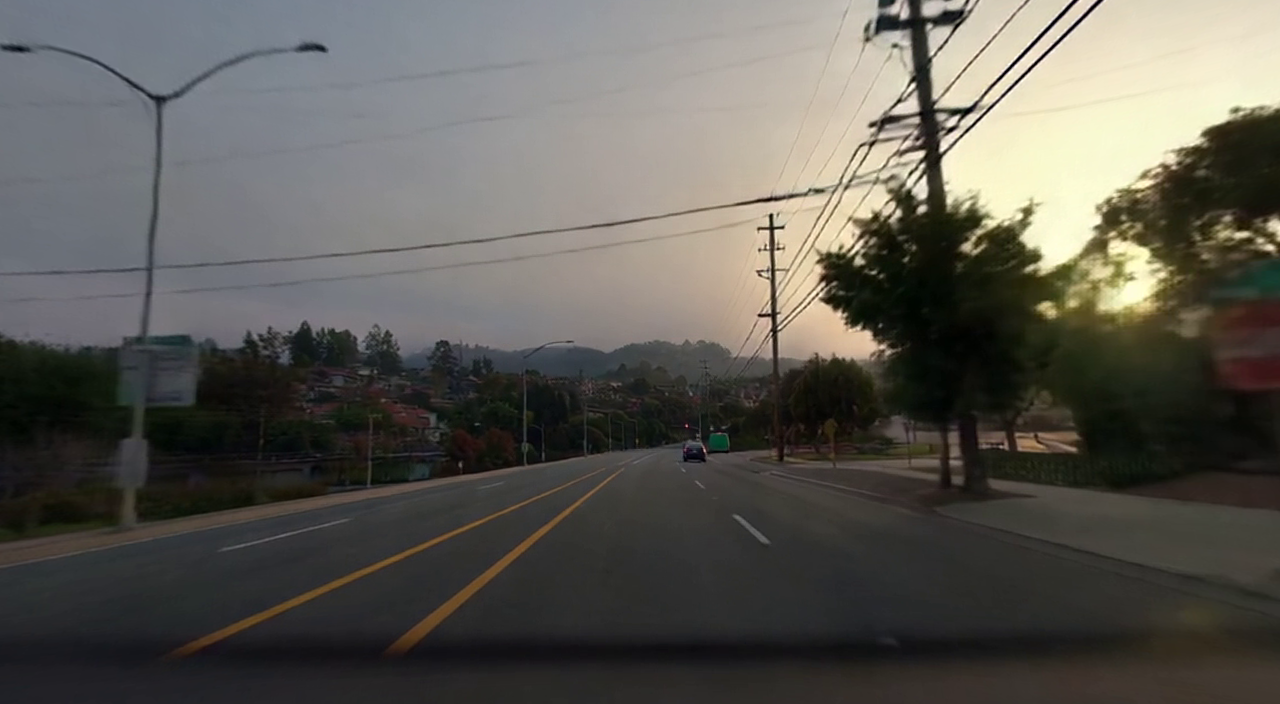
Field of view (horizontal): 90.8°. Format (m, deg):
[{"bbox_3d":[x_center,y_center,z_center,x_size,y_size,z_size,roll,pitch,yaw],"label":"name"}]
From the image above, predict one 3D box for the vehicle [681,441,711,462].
[{"bbox_3d":[4.085,7.392,46.928,2.015,1.467,4.117,-1,-8,2],"label":"vehicle"}]
